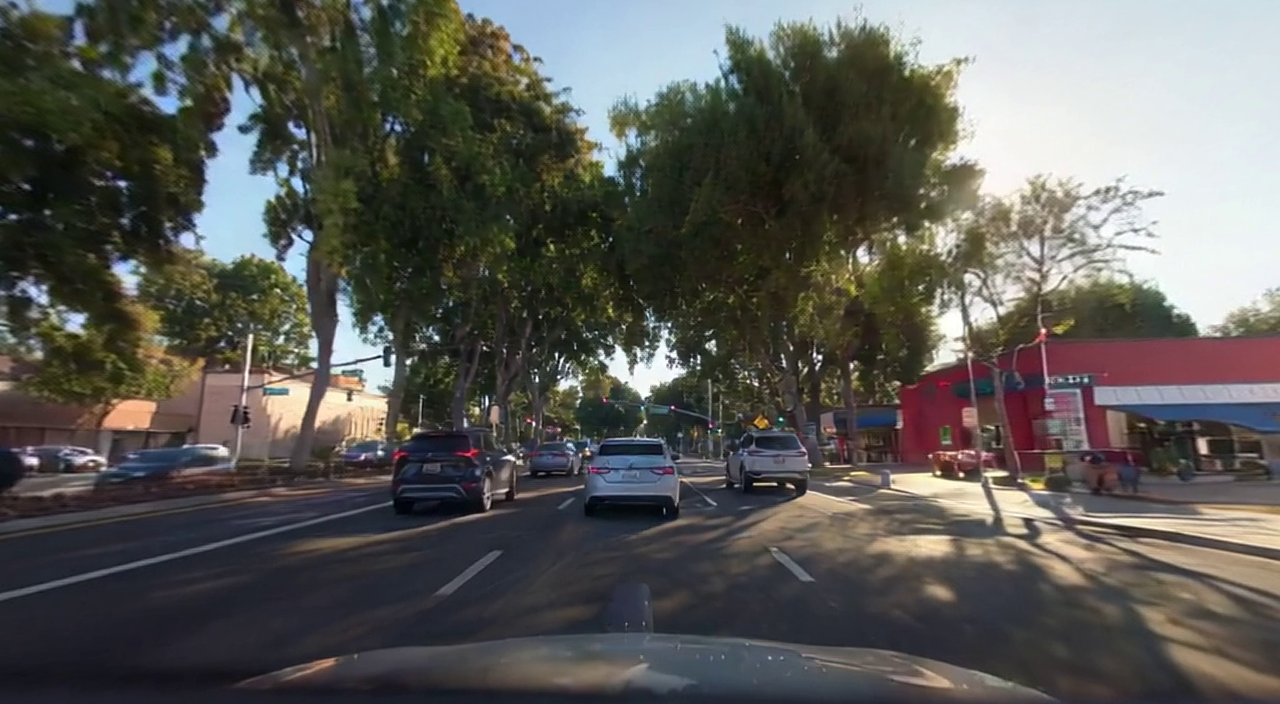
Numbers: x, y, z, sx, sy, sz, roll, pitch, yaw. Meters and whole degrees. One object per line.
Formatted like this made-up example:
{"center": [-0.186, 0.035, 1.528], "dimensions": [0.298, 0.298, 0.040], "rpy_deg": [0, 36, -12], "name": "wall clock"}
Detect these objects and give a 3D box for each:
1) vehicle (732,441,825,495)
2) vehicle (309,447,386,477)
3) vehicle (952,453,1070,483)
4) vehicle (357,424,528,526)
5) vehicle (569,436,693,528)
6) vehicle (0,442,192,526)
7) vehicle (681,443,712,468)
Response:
{"center": [4.205, 3.579, 19.847], "dimensions": [1.979, 1.485, 4.207], "rpy_deg": [0, -8, 0], "name": "vehicle"}
{"center": [-15.451, 5.816, 33.629], "dimensions": [1.896, 1.468, 4.573], "rpy_deg": [0, -8, 0], "name": "vehicle"}
{"center": [19.105, 5.989, 32.672], "dimensions": [4.795, 1.457, 1.986], "rpy_deg": [0, -8, 4], "name": "vehicle"}
{"center": [-3.644, 2.340, 12.531], "dimensions": [1.983, 1.685, 3.997], "rpy_deg": [0, -8, 2], "name": "vehicle"}
{"center": [-0.152, 2.537, 12.887], "dimensions": [2.121, 1.563, 4.031], "rpy_deg": [0, -8, 0], "name": "vehicle"}
{"center": [-12.167, 2.661, 13.361], "dimensions": [1.900, 1.466, 4.627], "rpy_deg": [0, -8, 1], "name": "vehicle"}
{"center": [4.014, 7.341, 45.014], "dimensions": [1.848, 1.665, 3.747], "rpy_deg": [0, -8, 0], "name": "vehicle"}
